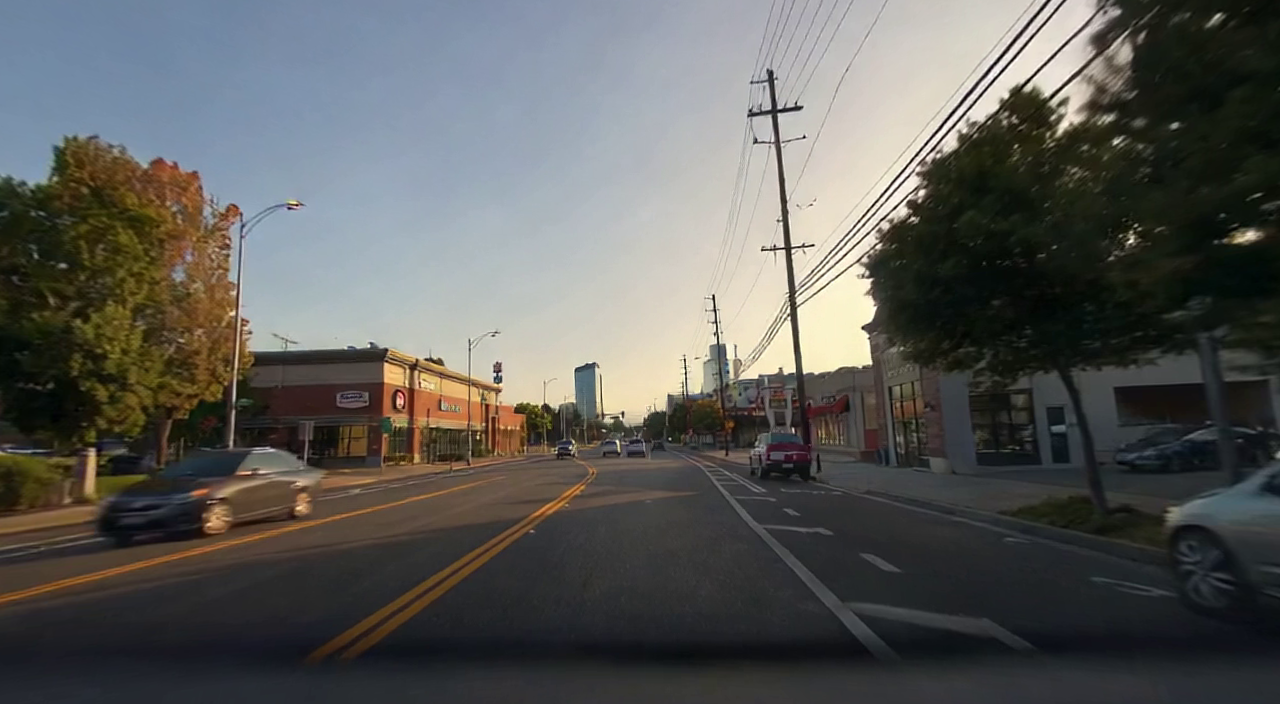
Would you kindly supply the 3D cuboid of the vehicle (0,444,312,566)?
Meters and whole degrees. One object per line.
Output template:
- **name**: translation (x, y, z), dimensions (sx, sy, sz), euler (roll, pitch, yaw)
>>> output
- **vehicle**: translation (-7.389, 2.202, 9.979), dimensions (1.913, 1.464, 4.526), euler (0, -8, 0)

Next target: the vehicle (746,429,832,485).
- **vehicle**: translation (5.452, 3.909, 23.732), dimensions (2.182, 1.850, 4.705), euler (0, -9, 2)

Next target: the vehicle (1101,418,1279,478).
- **vehicle**: translation (17.130, 2.985, 19.508), dimensions (4.159, 1.721, 1.994), euler (1, -9, -6)
